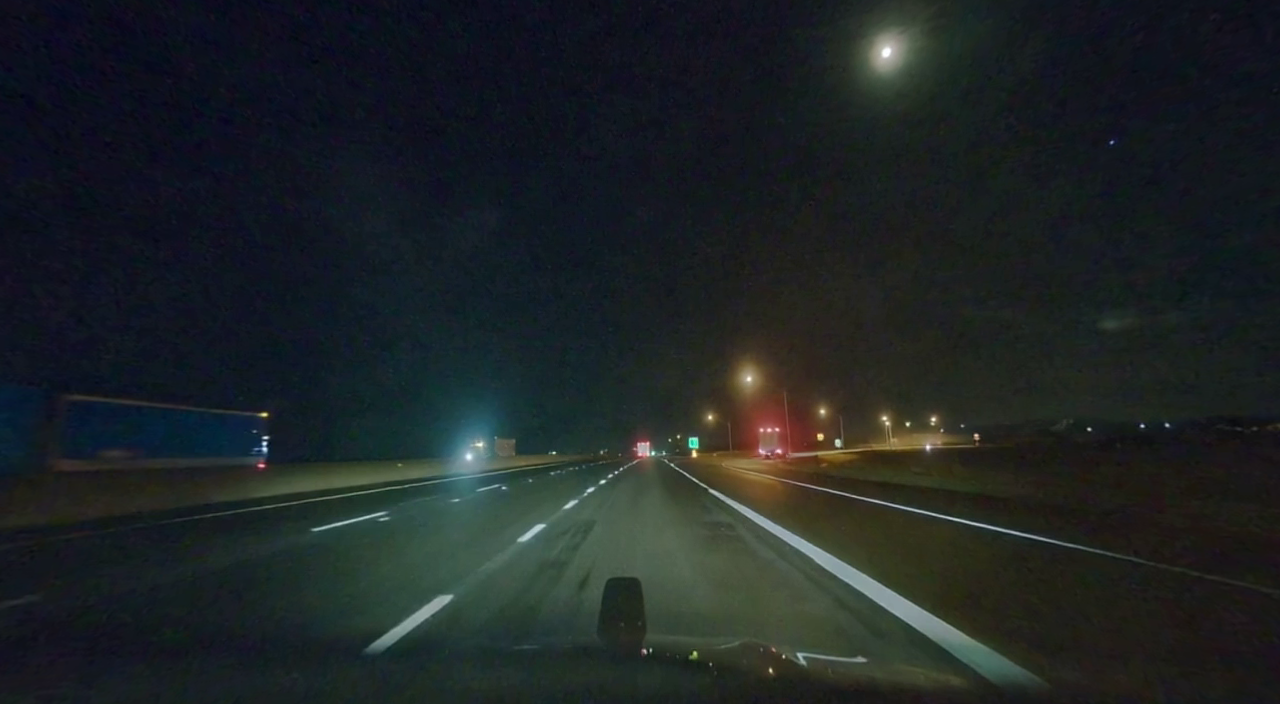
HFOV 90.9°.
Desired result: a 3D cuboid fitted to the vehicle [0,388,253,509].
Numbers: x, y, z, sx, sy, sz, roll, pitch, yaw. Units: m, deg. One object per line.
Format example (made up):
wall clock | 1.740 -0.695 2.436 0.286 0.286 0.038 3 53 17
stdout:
vehicle | -23.213 4.316 27.914 2.910 4.044 14.275 0 -9 1
